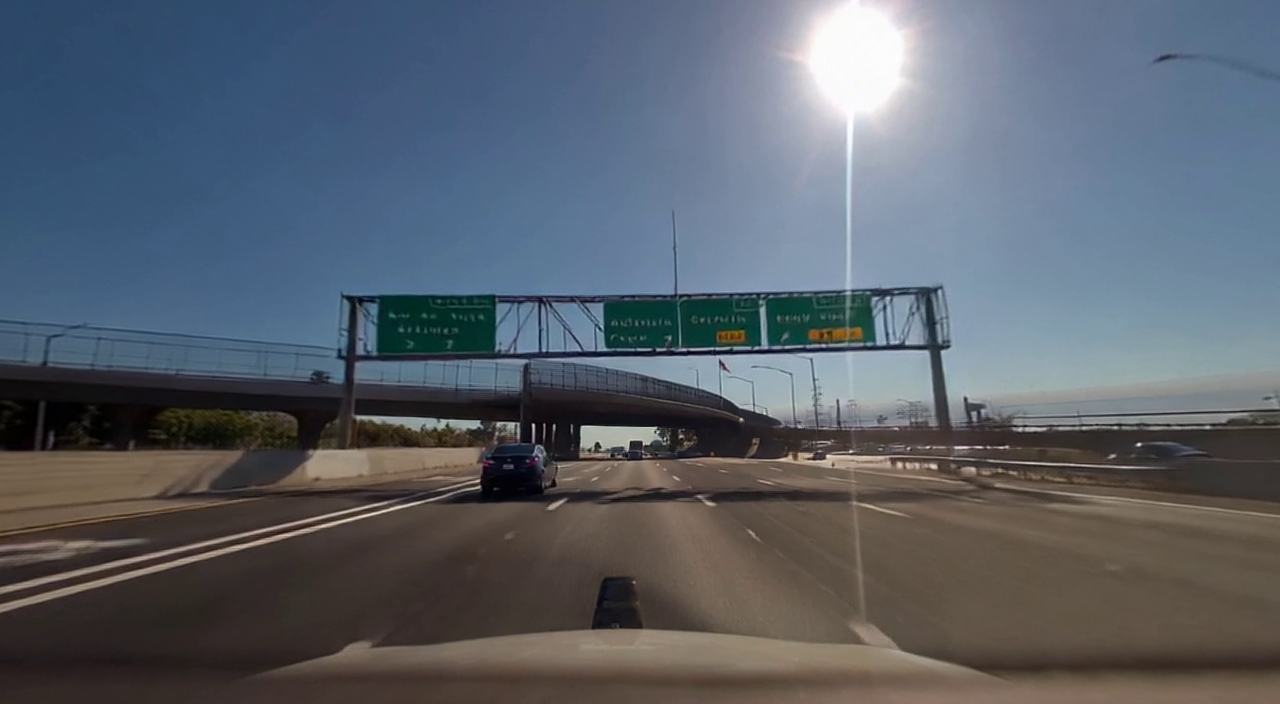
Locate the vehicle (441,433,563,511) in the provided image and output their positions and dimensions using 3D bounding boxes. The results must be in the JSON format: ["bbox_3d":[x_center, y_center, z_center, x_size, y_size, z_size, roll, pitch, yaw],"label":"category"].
[{"bbox_3d":[-3.320,2.989,16.245,2.178,1.699,4.321,0,-8,0],"label":"vehicle"}]
